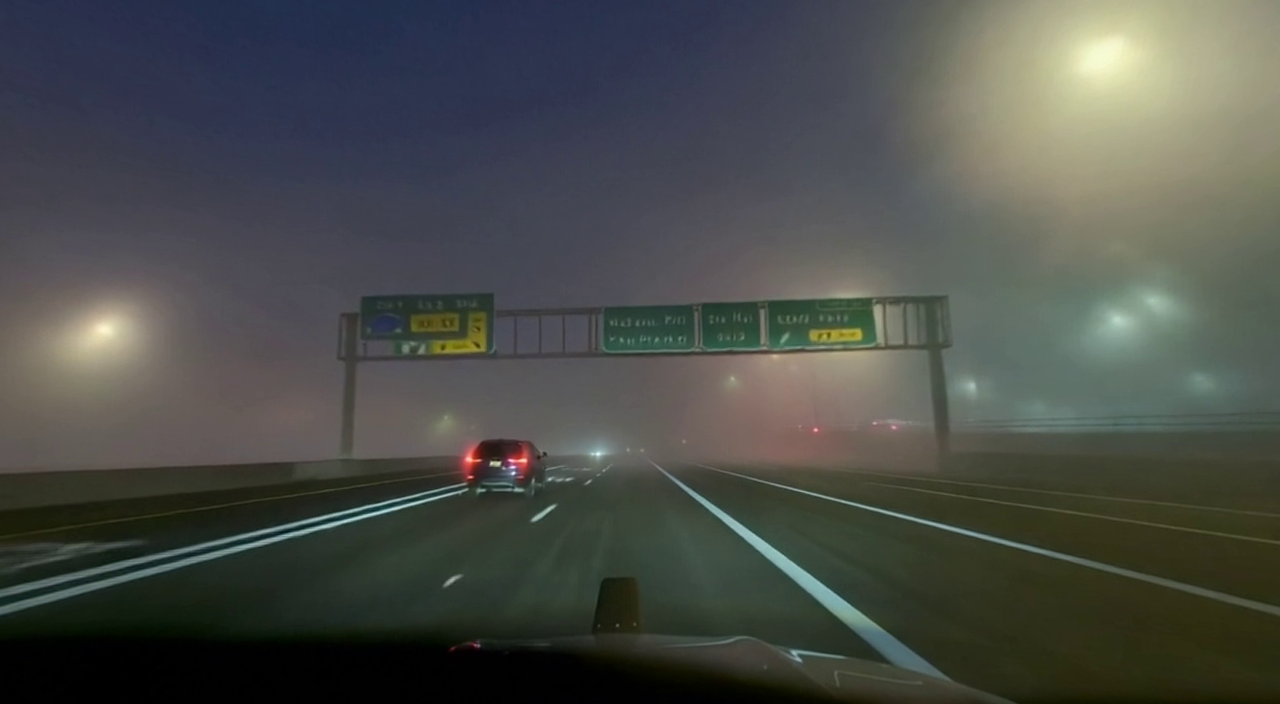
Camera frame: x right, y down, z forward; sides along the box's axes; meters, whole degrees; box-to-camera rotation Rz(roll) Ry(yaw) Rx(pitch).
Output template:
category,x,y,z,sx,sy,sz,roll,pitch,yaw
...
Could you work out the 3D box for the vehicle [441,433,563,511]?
category,x,y,z,sx,sy,sz,roll,pitch,yaw
vehicle,-3.320,2.989,16.245,2.178,1.699,4.321,0,-8,0
